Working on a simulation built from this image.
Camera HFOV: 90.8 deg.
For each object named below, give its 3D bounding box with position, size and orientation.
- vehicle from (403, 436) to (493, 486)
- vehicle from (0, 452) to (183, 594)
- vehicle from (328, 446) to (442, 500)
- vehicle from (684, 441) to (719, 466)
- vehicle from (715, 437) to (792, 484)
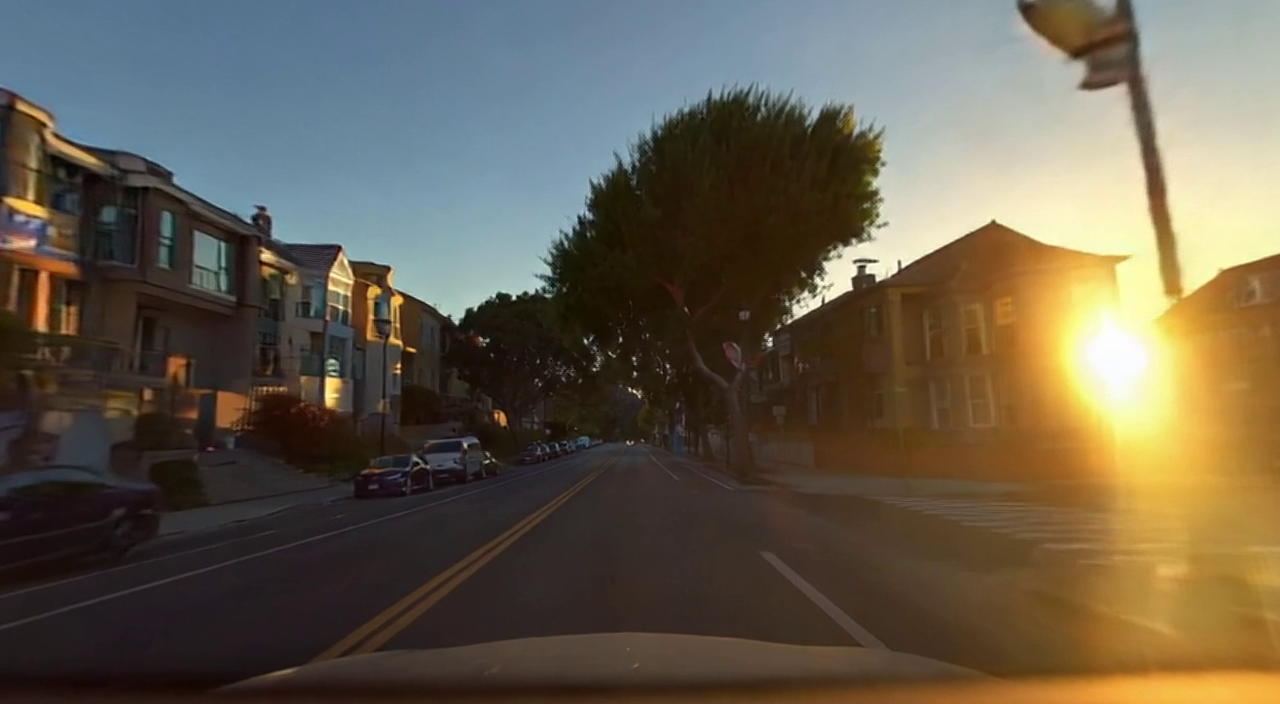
[{"bbox_3d":[-7.838,4.513,26.400,2.283,1.853,4.903,0,-9,-1],"label":"vehicle"},{"bbox_3d":[-7.874,1.968,7.314,1.836,1.474,4.565,-1,-8,-1],"label":"vehicle"},{"bbox_3d":[-8.040,3.822,20.423,1.967,1.517,4.360,0,-8,-2],"label":"vehicle"},{"bbox_3d":[4.093,6.825,42.569,1.845,1.556,3.929,0,-8,-1],"label":"vehicle"},{"bbox_3d":[4.344,4.225,24.911,2.034,1.674,4.271,1,-8,-3],"label":"vehicle"}]
